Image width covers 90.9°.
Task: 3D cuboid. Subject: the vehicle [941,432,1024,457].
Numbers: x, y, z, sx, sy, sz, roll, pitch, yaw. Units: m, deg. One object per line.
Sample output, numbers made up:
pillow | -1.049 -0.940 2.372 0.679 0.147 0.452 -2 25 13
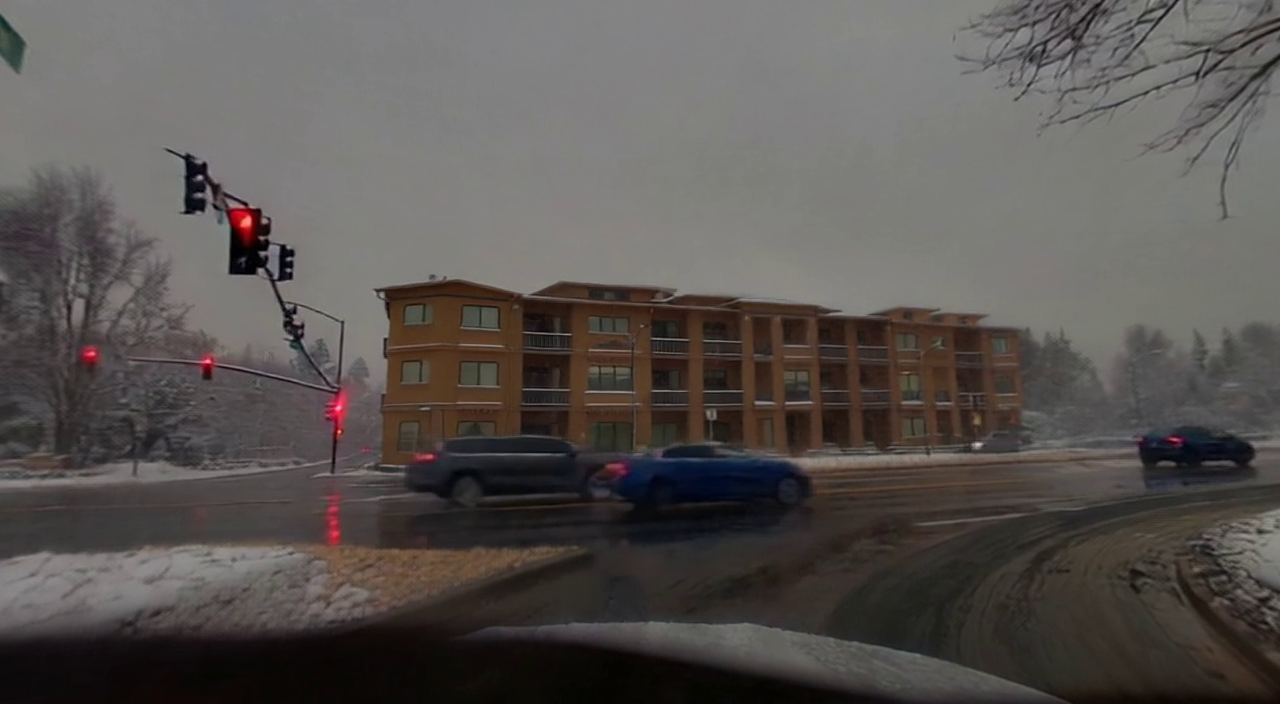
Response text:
vehicle | 21.686 5.836 39.931 4.751 1.487 1.888 3 -9 -20

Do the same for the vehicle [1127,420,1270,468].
vehicle | 21.368 3.526 24.144 4.711 1.688 1.915 3 -9 -20

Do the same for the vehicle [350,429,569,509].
vehicle | -4.239 2.718 15.089 4.683 1.678 1.981 3 -9 -20

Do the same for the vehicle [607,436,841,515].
vehicle | 1.744 2.533 13.416 4.521 1.433 1.943 3 -9 -20
